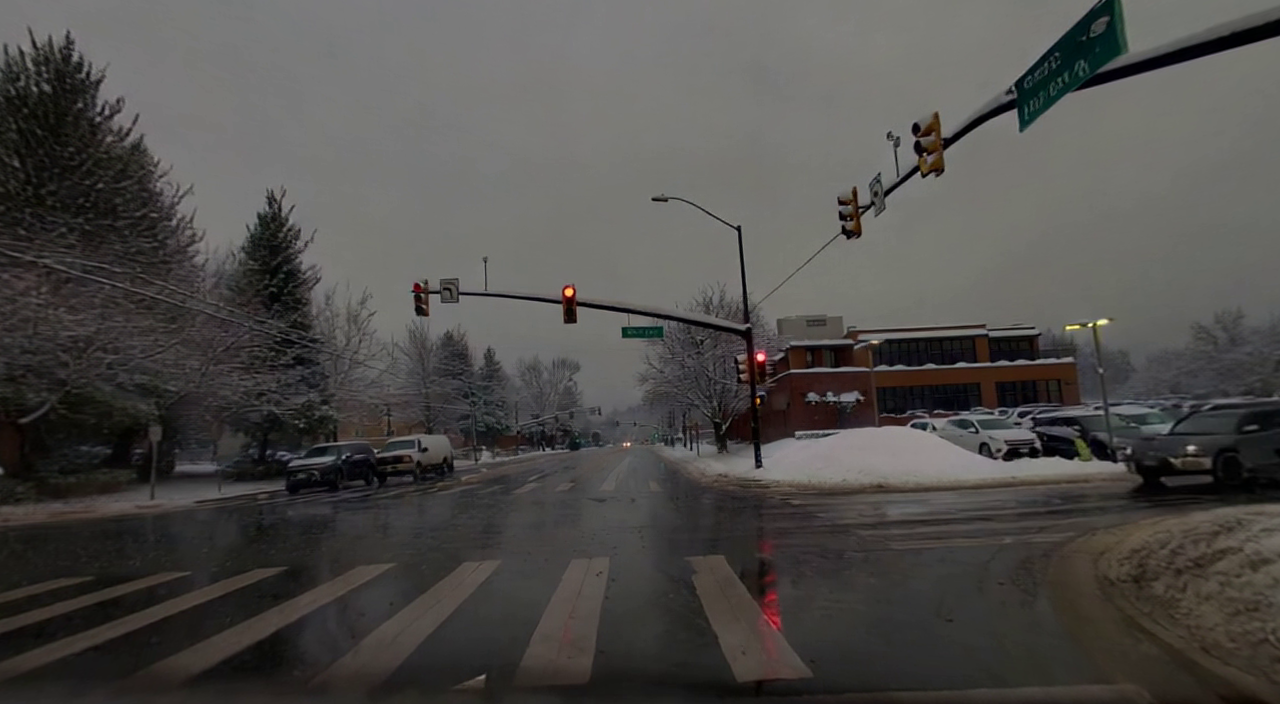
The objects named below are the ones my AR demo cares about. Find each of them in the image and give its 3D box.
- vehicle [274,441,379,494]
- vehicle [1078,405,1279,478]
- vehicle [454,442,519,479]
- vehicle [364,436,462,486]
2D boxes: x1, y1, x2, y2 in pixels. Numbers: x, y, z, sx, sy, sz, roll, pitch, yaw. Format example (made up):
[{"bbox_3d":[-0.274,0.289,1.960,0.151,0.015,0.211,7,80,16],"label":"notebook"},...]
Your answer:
[{"bbox_3d":[-13.758,5.062,28.140,2.251,1.957,4.968,-4,-9,-1],"label":"vehicle"},{"bbox_3d":[12.979,2.017,14.276,4.531,1.461,1.882,-3,-9,10],"label":"vehicle"},{"bbox_3d":[-7.014,4.995,29.320,2.024,1.470,4.153,-3,-9,-1],"label":"vehicle"},{"bbox_3d":[-10.202,4.956,29.052,2.475,1.940,5.702,-3,-9,-1],"label":"vehicle"}]
